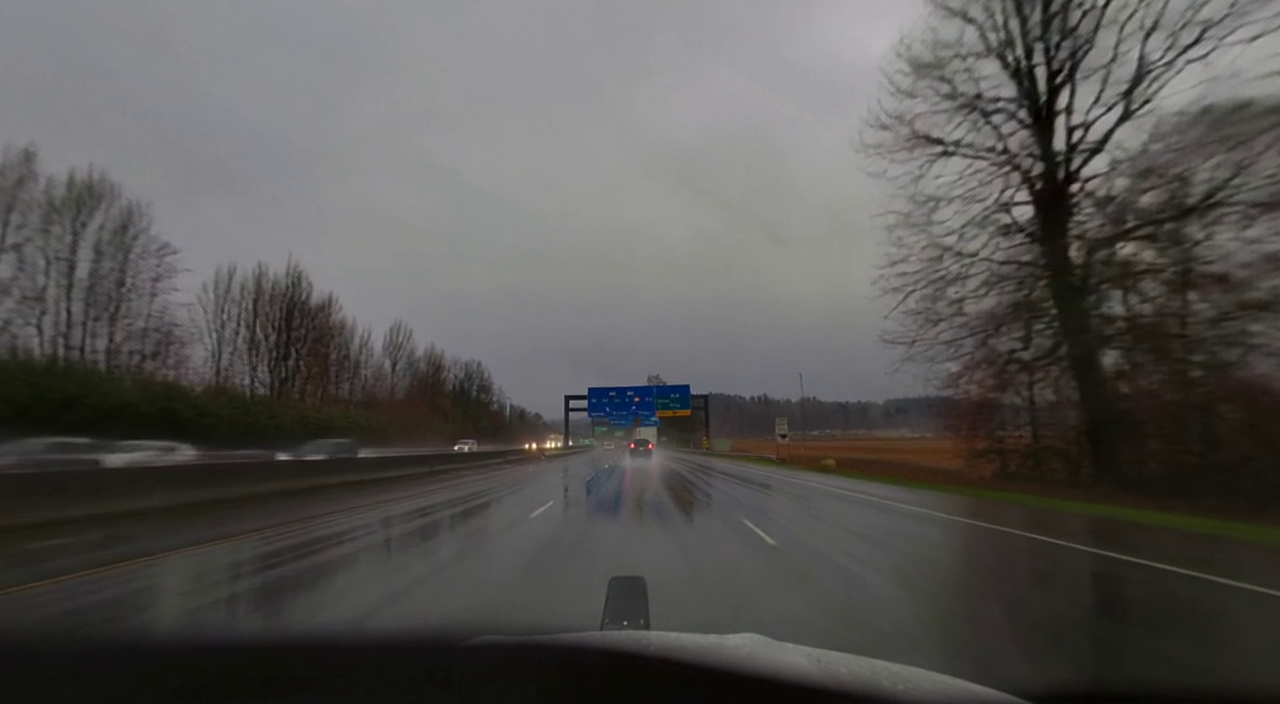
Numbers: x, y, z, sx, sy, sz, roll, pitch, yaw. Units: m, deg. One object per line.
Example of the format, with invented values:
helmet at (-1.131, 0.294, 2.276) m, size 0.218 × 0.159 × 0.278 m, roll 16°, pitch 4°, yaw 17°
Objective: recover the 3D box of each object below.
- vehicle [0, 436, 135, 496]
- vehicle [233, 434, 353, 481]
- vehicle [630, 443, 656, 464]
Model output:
vehicle at (-17.123, 3.155, 17.646) m, size 1.927 × 1.509 × 4.717 m, roll 0°, pitch -8°, yaw 0°
vehicle at (-13.056, 3.989, 23.977) m, size 2.016 × 1.578 × 4.479 m, roll 0°, pitch -8°, yaw 0°
vehicle at (0.220, 7.424, 45.994) m, size 1.859 × 1.478 × 3.799 m, roll 0°, pitch -8°, yaw 0°
